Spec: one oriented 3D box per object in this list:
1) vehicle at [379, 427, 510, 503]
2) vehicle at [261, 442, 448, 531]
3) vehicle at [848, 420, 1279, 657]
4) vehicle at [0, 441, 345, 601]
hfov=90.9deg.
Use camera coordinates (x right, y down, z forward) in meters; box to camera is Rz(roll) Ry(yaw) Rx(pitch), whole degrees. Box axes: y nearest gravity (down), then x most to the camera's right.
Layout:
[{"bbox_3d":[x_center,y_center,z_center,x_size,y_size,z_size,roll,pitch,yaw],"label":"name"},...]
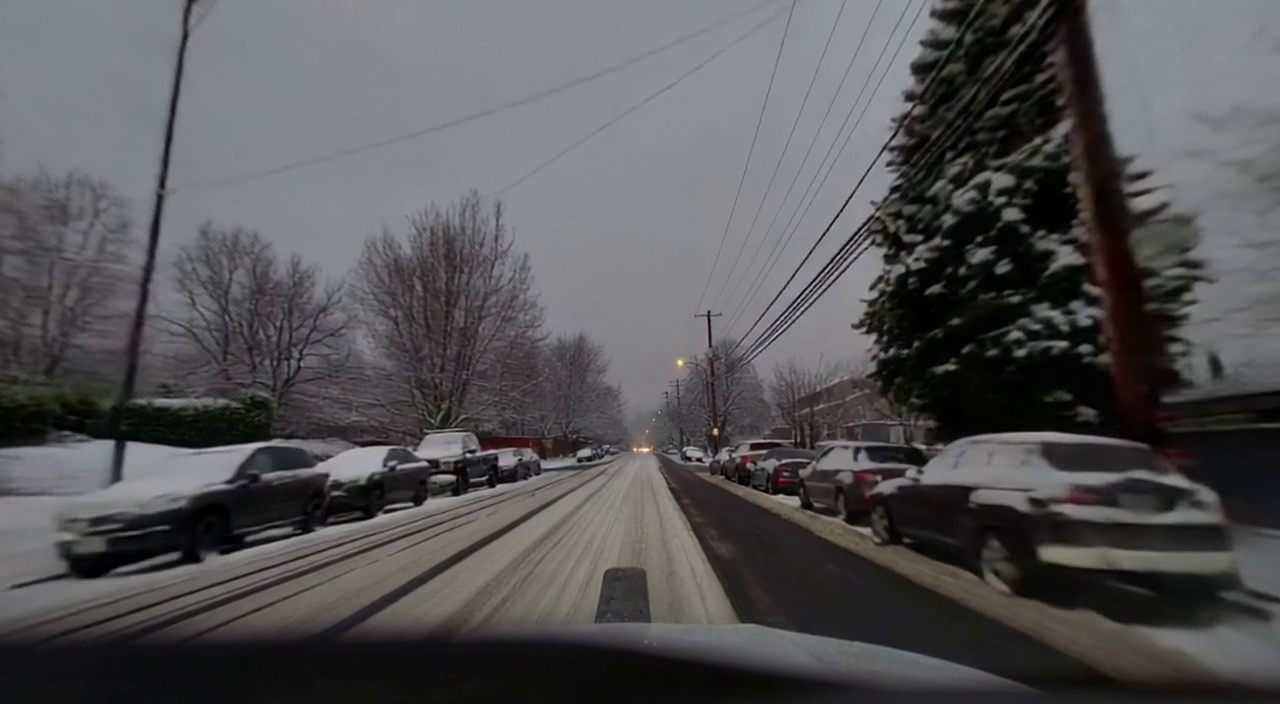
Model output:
[{"bbox_3d":[-5.600,3.287,18.916,2.052,1.916,5.084,0,-8,3],"label":"vehicle"},{"bbox_3d":[-5.633,2.656,13.133,1.790,1.496,4.234,1,-8,2],"label":"vehicle"},{"bbox_3d":[3.859,1.578,6.525,1.873,1.546,4.599,0,-9,1],"label":"vehicle"},{"bbox_3d":[-5.780,1.915,8.195,1.752,1.494,4.274,0,-8,1],"label":"vehicle"}]
